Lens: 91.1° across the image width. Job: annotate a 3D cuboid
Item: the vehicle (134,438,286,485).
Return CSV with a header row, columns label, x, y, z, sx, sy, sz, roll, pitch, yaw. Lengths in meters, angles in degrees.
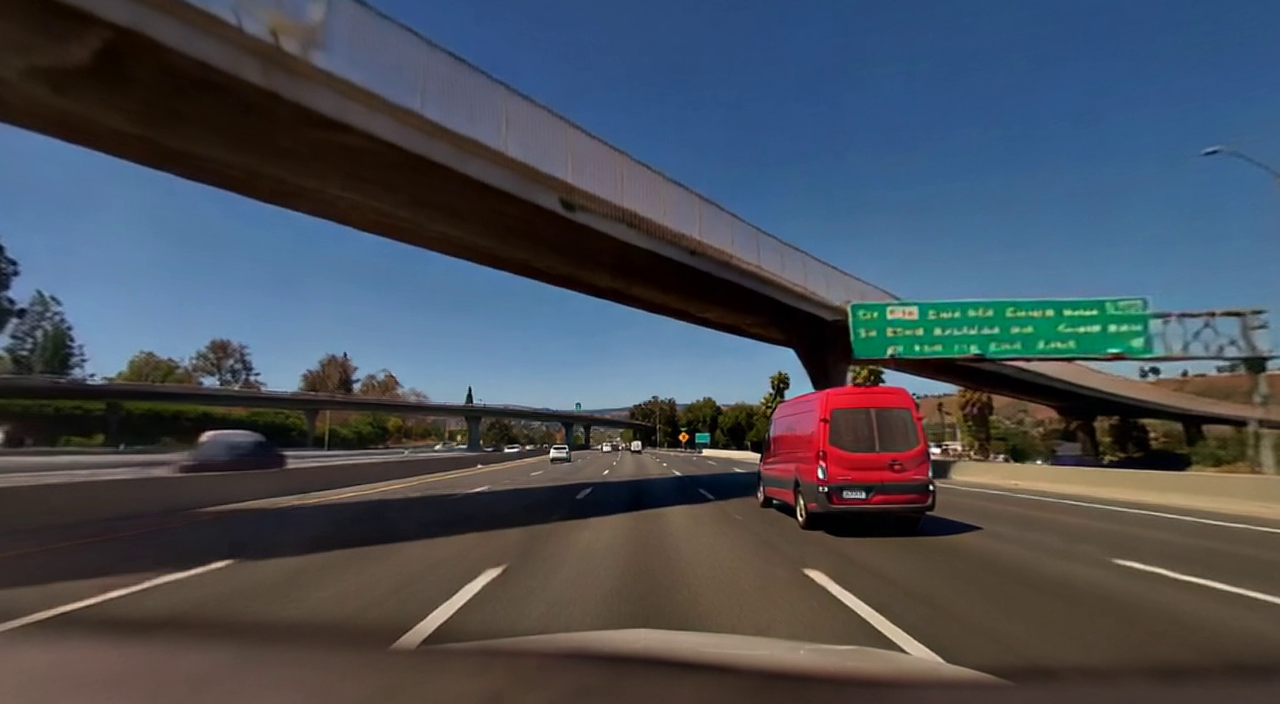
label,x,y,z,sx,sy,sz,roll,pitch,yaw
vehicle,-15.975,4.063,23.770,2.136,1.576,5.013,0,-8,1
